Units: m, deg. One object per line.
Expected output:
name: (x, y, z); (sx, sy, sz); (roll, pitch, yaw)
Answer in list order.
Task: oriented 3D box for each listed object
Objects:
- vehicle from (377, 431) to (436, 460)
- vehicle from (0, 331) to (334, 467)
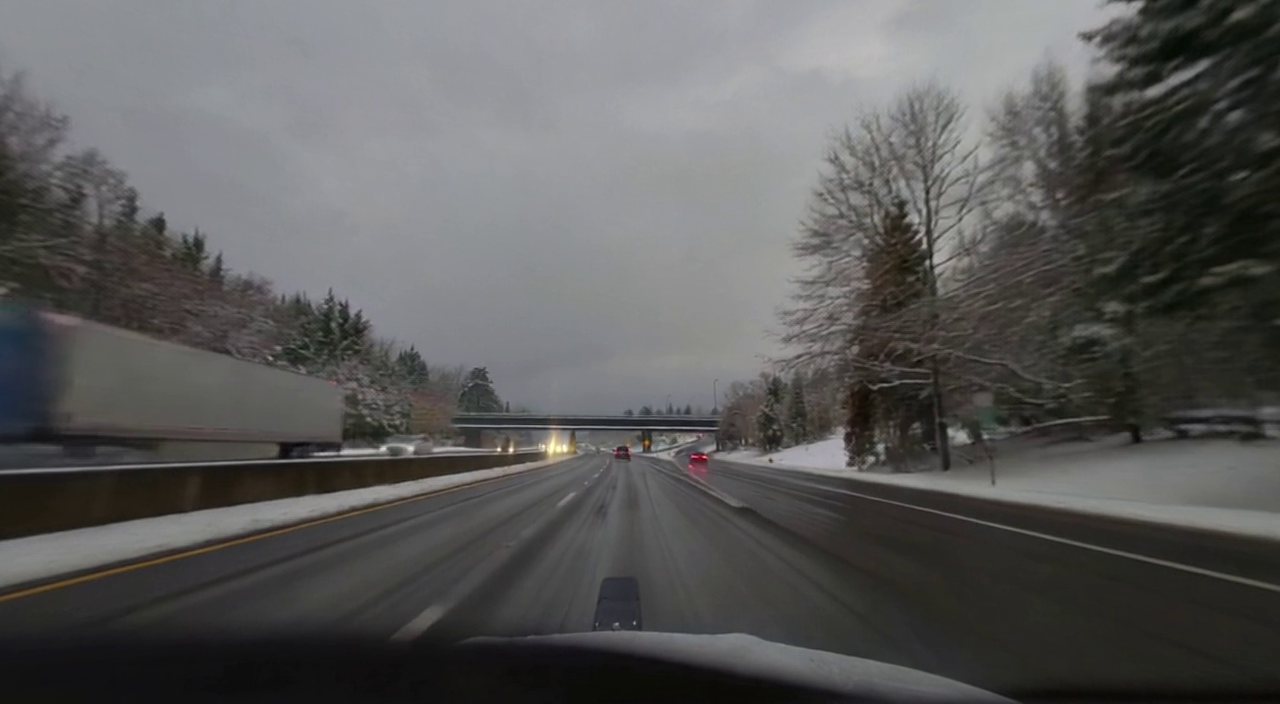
vehicle: (-13.272, 5.368, 35.880); (1.834, 1.496, 4.289); (0, -9, -1)
vehicle: (-17.239, 2.445, 25.370); (2.893, 3.991, 14.139); (0, -9, -1)
